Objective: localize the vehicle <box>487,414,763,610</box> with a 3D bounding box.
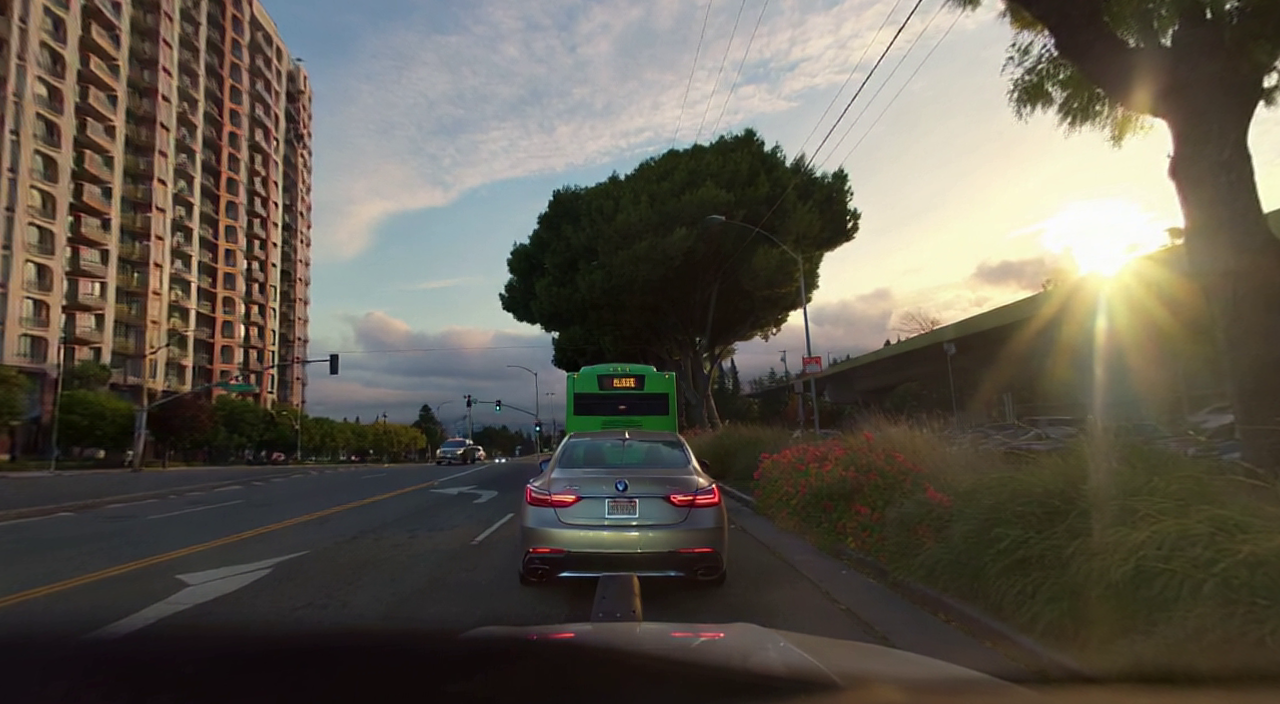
[{"bbox_3d":[-0.154,1.461,6.743,2.064,1.452,3.942,0,-8,-1],"label":"vehicle"}]
